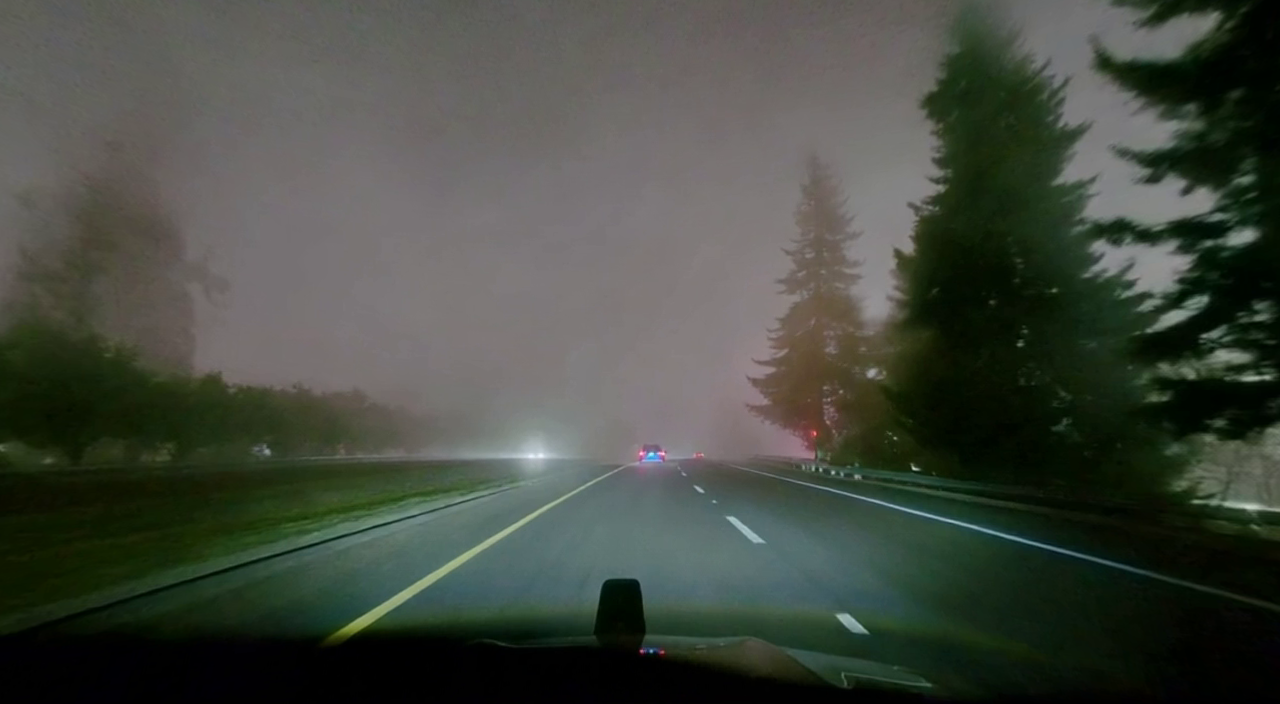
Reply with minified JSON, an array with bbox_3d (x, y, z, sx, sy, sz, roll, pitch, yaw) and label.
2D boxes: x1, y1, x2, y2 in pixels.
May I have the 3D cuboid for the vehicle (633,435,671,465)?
[{"bbox_3d":[0.981,7.345,47.046,2.546,2.126,5.153,-1,-9,4],"label":"vehicle"}]
